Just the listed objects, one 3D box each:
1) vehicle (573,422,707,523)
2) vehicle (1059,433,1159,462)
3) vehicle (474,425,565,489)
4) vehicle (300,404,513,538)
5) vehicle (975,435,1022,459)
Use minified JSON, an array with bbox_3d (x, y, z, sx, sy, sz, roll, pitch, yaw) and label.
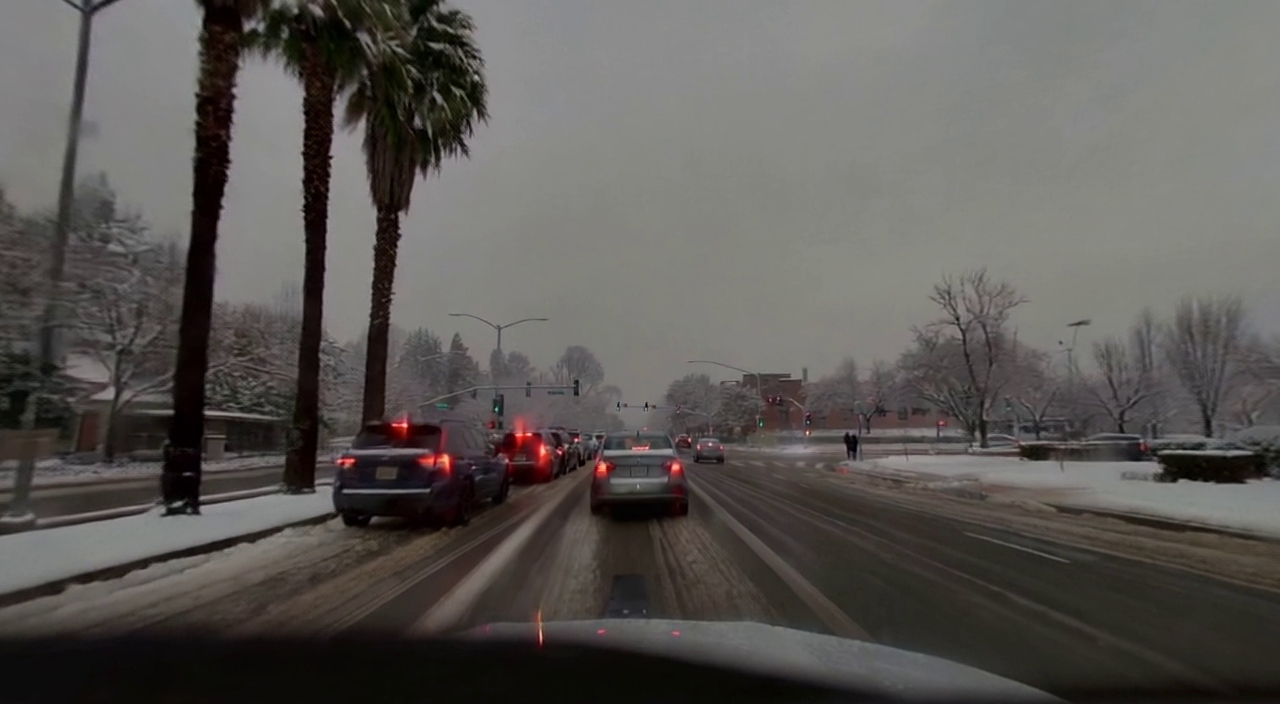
[{"bbox_3d":[-0.023,2.234,12.169,2.114,1.585,4.285,0,-9,-1],"label":"vehicle"},{"bbox_3d":[25.436,5.203,34.285,3.914,1.427,1.779,-2,-8,5],"label":"vehicle"},{"bbox_3d":[-3.440,3.097,18.825,1.840,1.684,4.041,0,-9,1],"label":"vehicle"},{"bbox_3d":[-3.498,1.890,10.501,1.914,1.741,4.398,0,-9,-1],"label":"vehicle"},{"bbox_3d":[25.929,6.900,45.756,1.882,1.672,3.957,-2,-9,14],"label":"vehicle"}]
